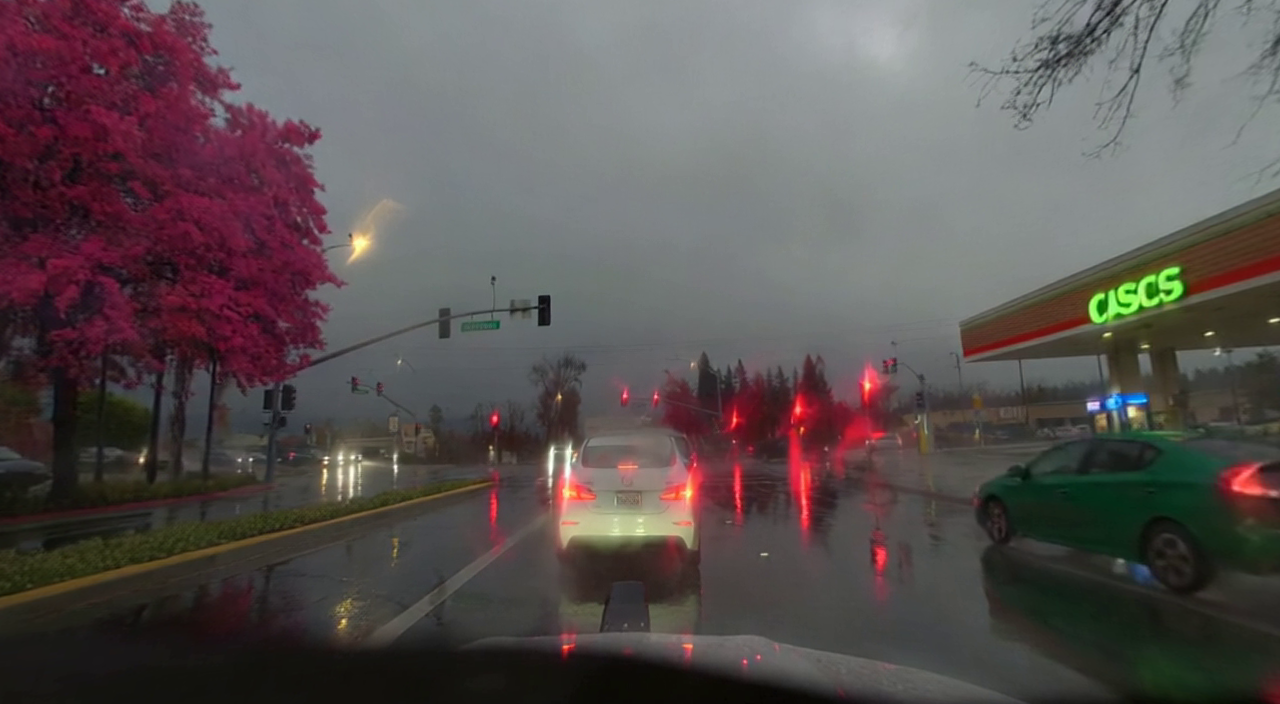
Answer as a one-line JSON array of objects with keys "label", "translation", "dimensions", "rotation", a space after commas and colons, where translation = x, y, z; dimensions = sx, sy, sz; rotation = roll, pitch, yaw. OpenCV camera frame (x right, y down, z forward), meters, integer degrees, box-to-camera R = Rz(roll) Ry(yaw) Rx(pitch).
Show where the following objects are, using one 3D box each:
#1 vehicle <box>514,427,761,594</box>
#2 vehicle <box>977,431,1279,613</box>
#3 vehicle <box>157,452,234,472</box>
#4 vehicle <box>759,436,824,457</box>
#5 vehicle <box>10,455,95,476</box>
[{"label": "vehicle", "translation": [-0.047, 1.726, 7.759], "dimensions": [2.213, 1.482, 4.057], "rotation": [0, -8, -1]}, {"label": "vehicle", "translation": [6.233, 1.753, 7.551], "dimensions": [1.942, 1.511, 4.390], "rotation": [0, -8, 0]}, {"label": "vehicle", "translation": [-33.257, 8.232, 47.228], "dimensions": [4.466, 1.438, 1.837], "rotation": [-1, -8, 5]}, {"label": "vehicle", "translation": [11.583, 7.245, 48.288], "dimensions": [4.458, 1.510, 1.947], "rotation": [-6, -10, 33]}, {"label": "vehicle", "translation": [-43.421, 8.370, 46.616], "dimensions": [4.609, 1.465, 1.944], "rotation": [-1, -8, 7]}]
